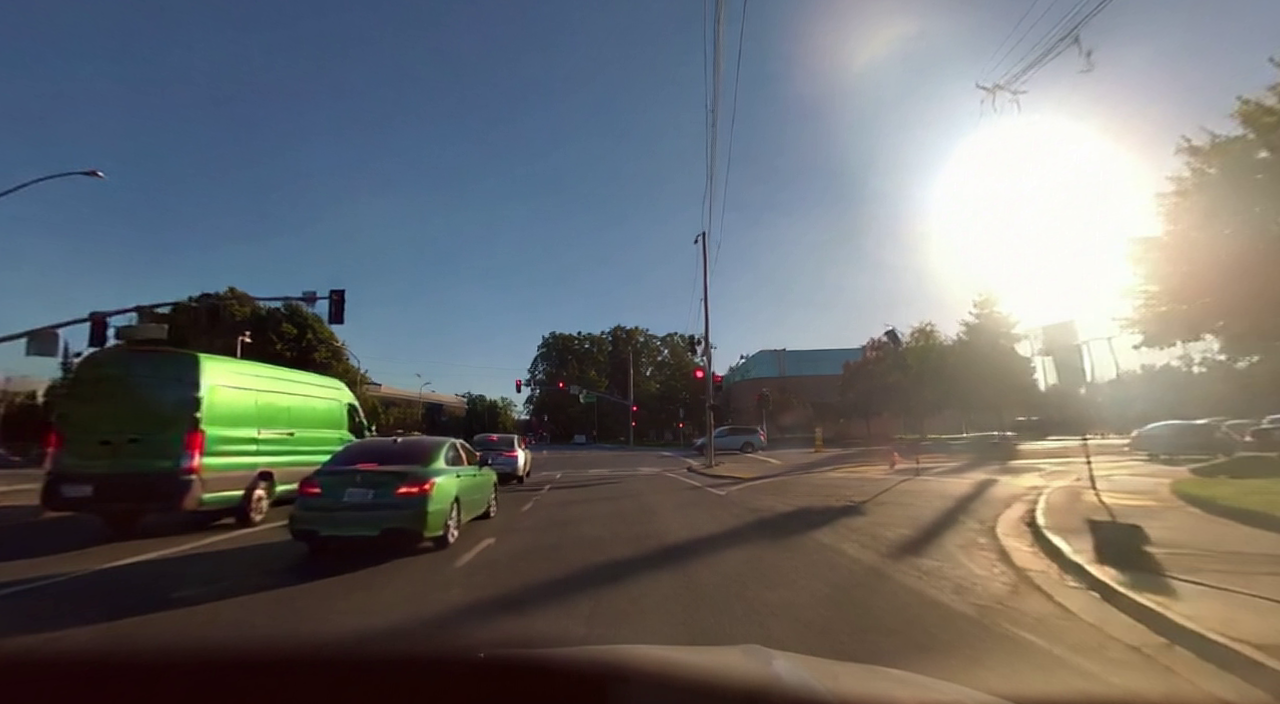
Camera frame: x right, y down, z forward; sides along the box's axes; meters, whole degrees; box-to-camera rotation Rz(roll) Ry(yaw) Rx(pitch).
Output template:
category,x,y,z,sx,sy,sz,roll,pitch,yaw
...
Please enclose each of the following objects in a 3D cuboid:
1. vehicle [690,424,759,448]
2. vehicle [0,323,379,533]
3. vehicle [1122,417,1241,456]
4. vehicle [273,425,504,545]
category,x,y,z,sx,sy,sz,roll,pitch,yaw
vehicle,6.174,6.195,46.129,4.884,1.714,2.021,-1,-9,8
vehicle,-7.643,1.542,12.097,2.461,2.889,6.776,0,-9,-2
vehicle,22.244,3.509,25.913,3.718,1.480,1.981,3,-9,-19
vehicle,-3.646,2.020,10.236,2.019,1.485,4.565,1,-9,-2
